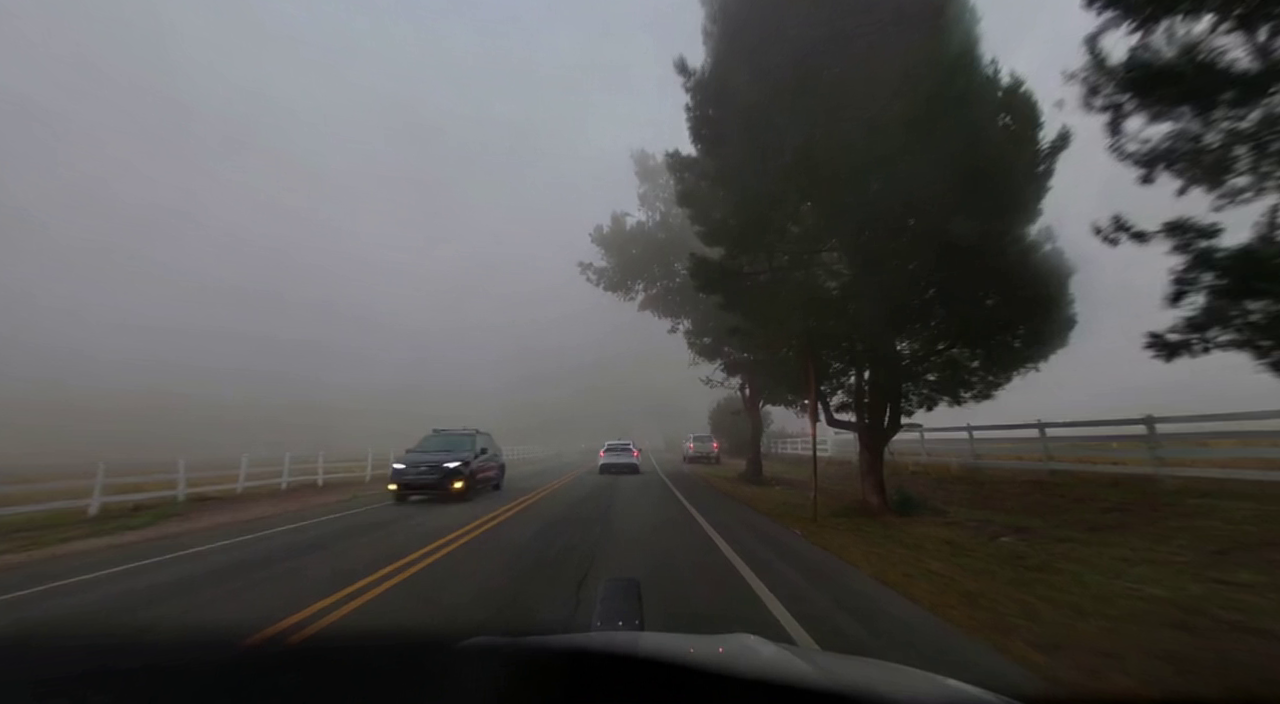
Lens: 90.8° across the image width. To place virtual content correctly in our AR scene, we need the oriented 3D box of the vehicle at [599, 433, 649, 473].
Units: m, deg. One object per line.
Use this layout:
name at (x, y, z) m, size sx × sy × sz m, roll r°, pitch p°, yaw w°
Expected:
vehicle at (-0.703, 4.615, 29.033) m, size 2.158 × 1.669 × 4.006 m, roll 0°, pitch -9°, yaw 0°

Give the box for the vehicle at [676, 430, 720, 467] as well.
vehicle at (3.411, 5.601, 36.736) m, size 2.348 × 1.969 × 5.269 m, roll -1°, pitch -9°, yaw 6°

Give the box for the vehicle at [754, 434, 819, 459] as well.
vehicle at (9.605, 6.264, 41.848) m, size 1.975 × 1.545 × 4.333 m, roll 3°, pitch -9°, yaw -22°

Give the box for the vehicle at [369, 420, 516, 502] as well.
vehicle at (-5.235, 3.005, 17.785) m, size 2.307 × 1.907 × 5.571 m, roll 0°, pitch -8°, yaw 0°
